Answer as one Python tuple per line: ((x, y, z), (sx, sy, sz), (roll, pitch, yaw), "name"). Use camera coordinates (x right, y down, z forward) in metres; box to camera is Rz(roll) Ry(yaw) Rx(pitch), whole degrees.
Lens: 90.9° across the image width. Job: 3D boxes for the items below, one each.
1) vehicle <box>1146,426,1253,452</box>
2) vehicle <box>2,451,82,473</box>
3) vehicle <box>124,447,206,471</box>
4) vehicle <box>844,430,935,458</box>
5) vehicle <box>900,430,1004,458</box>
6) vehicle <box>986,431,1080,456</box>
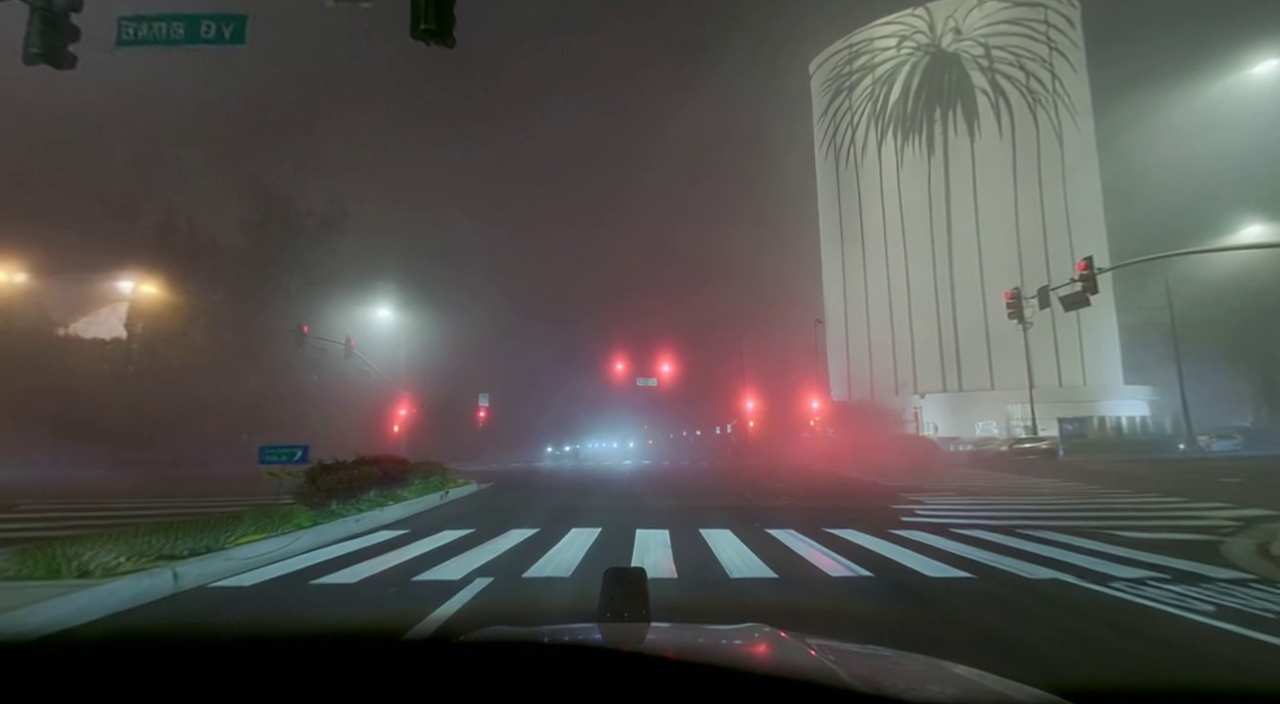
((33.210, 5.195, 37.492), (4.567, 1.458, 1.791), (0, -8, 0), "vehicle")
((-41.649, 7.658, 43.945), (3.698, 1.467, 1.779), (0, -8, 1), "vehicle")
((-33.061, 7.441, 43.928), (4.136, 1.661, 1.857), (0, -8, 0), "vehicle")
((15.024, 5.569, 38.090), (4.648, 1.665, 1.910), (0, -8, 0), "vehicle")
((16.938, 5.017, 34.375), (4.684, 1.461, 1.777), (0, -8, -1), "vehicle")
((23.540, 5.492, 37.847), (4.423, 1.465, 1.798), (0, -8, 1), "vehicle")
